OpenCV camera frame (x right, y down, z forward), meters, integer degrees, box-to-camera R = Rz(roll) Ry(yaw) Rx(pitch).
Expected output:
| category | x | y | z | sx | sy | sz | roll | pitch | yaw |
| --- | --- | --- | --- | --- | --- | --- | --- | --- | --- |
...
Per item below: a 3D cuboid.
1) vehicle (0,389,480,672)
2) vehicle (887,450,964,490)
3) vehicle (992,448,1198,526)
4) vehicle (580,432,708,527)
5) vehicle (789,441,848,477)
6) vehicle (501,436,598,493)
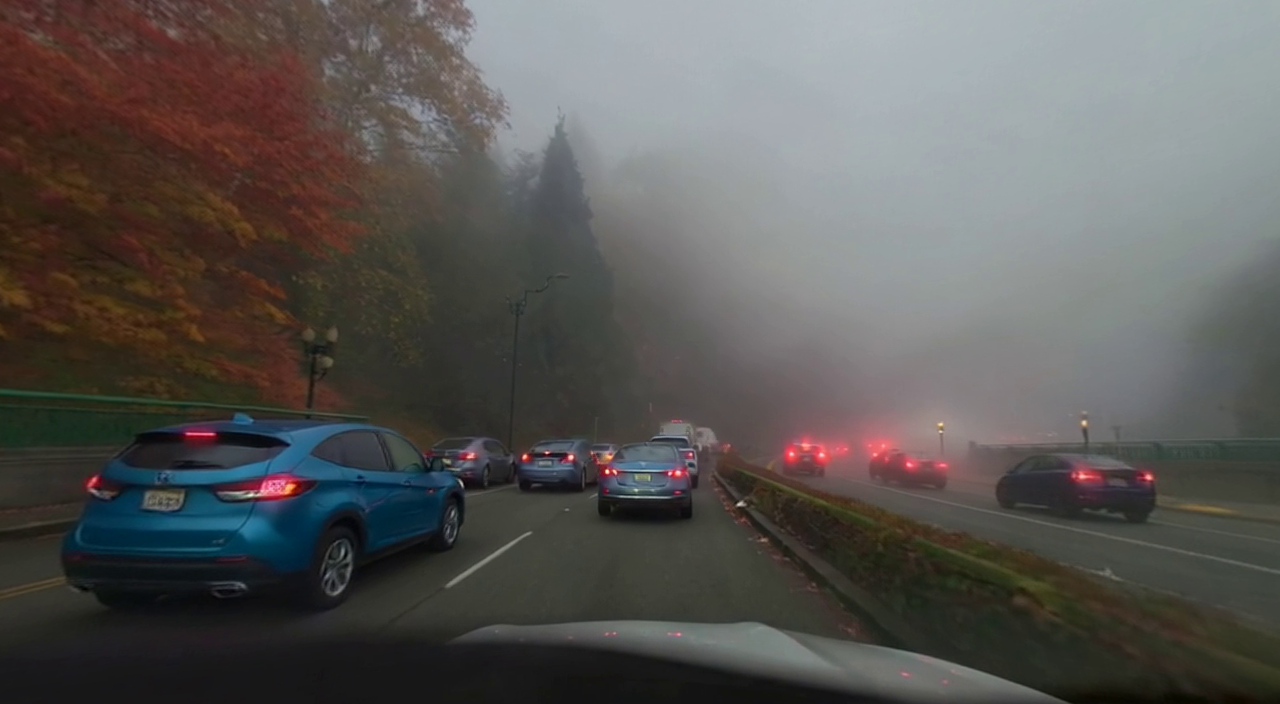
| category | x | y | z | sx | sy | sz | roll | pitch | yaw |
| --- | --- | --- | --- | --- | --- | --- | --- | --- | --- |
| vehicle | -3.175 | 1.365 | 5.928 | 1.988 | 1.635 | 4.260 | 0 | -9 | 3 |
| vehicle | 12.001 | 4.947 | 26.725 | 1.749 | 1.481 | 3.808 | 0 | -9 | 5 |
| vehicle | 10.781 | 3.157 | 15.434 | 1.934 | 1.585 | 4.397 | 0 | -9 | 3 |
| vehicle | 0.227 | 2.409 | 12.455 | 2.090 | 1.506 | 4.276 | 0 | -9 | 4 |
| vehicle | 8.341 | 5.010 | 29.797 | 1.944 | 1.544 | 4.301 | 0 | -9 | 6 |
| vehicle | -2.669 | 3.452 | 19.727 | 1.974 | 1.549 | 4.603 | 0 | -9 | 5 |
